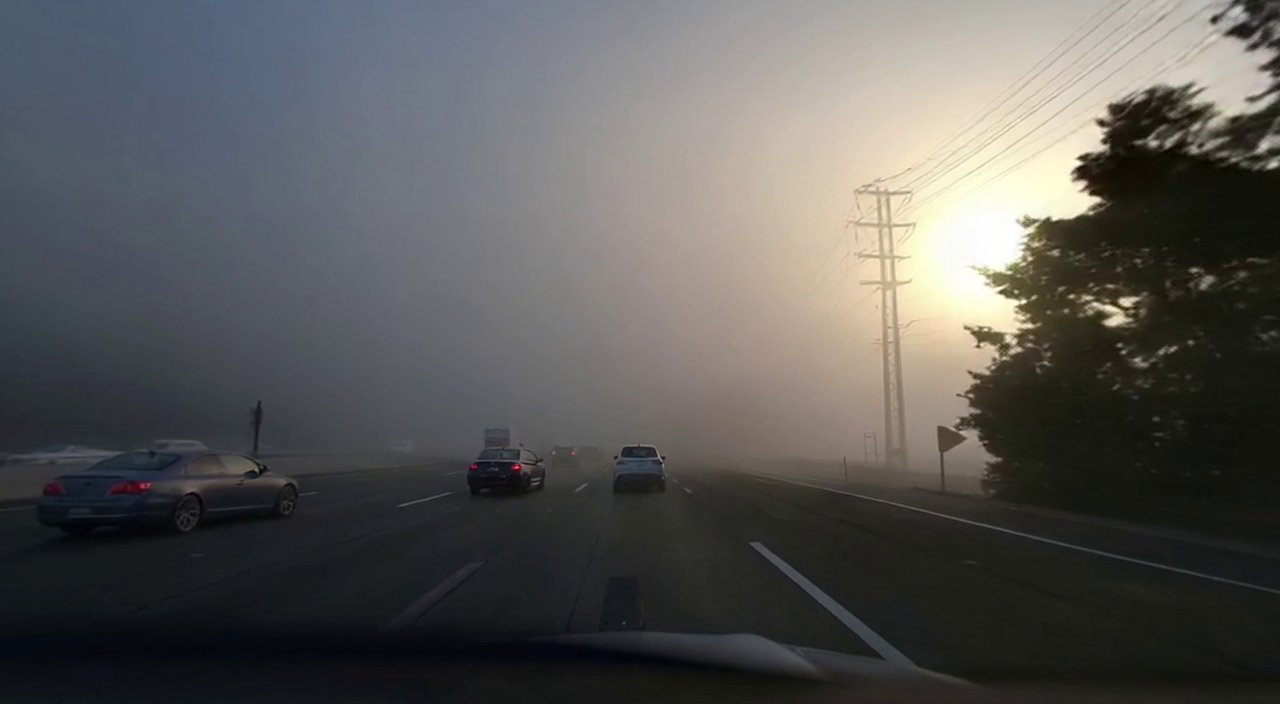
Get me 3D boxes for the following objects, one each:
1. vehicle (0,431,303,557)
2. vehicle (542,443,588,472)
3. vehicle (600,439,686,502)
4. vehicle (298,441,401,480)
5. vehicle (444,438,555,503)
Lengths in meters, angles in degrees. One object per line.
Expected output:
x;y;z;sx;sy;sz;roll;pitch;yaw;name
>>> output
-7.383;2.004;9.681;1.867;1.445;4.499;0;-9;1;vehicle
-4.008;5.705;34.336;2.013;1.437;3.801;0;-9;0;vehicle
-0.008;3.132;17.129;2.018;1.470;4.491;0;-9;-2;vehicle
-12.286;4.606;27.122;2.089;1.500;4.780;0;-9;1;vehicle
-3.511;3.037;16.581;1.912;1.464;4.115;0;-9;1;vehicle
